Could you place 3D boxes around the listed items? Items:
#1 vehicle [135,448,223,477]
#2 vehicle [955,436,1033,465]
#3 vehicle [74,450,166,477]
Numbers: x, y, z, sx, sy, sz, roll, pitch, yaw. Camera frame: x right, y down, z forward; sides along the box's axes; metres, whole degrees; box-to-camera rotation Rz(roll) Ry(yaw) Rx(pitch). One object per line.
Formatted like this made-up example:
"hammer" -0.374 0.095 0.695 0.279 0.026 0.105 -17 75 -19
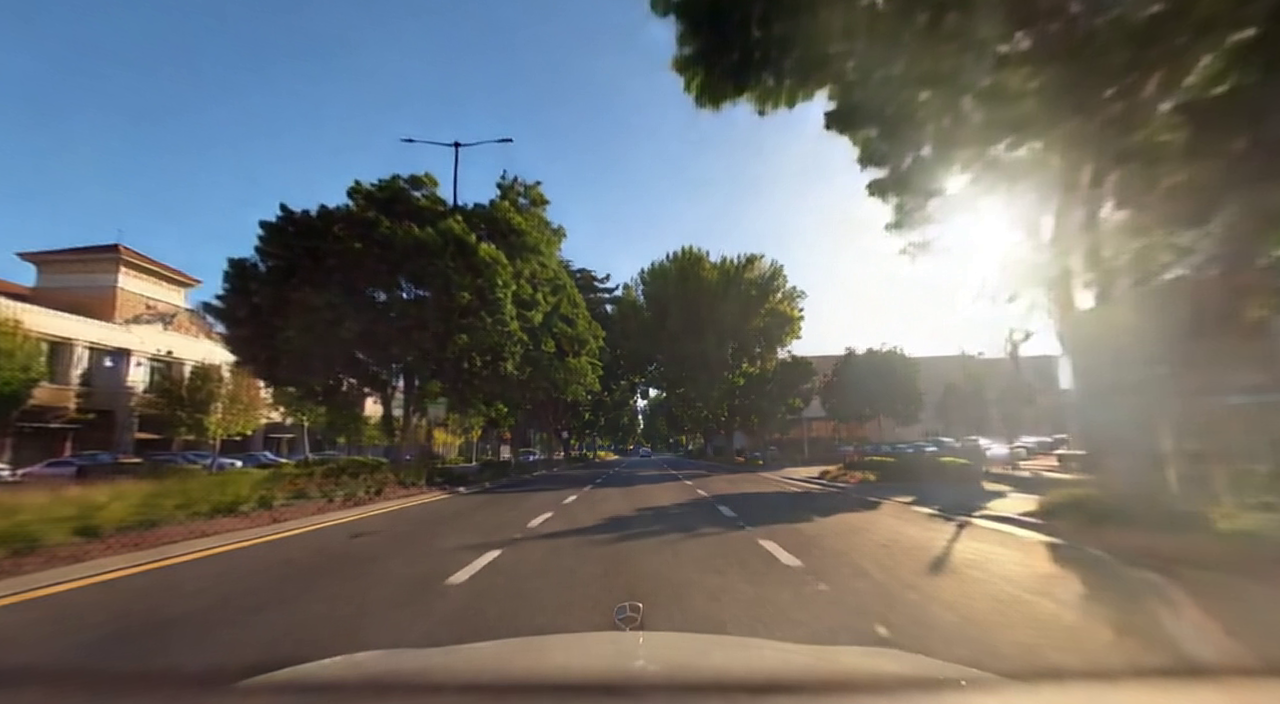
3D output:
"vehicle" -35.769 8.548 48.948 2.471 2.129 5.492 0 -9 3
"vehicle" 26.973 7.534 47.986 4.569 1.929 2.084 -2 -10 -2
"vehicle" -40.477 8.675 49.083 2.266 1.915 5.560 0 -9 3
